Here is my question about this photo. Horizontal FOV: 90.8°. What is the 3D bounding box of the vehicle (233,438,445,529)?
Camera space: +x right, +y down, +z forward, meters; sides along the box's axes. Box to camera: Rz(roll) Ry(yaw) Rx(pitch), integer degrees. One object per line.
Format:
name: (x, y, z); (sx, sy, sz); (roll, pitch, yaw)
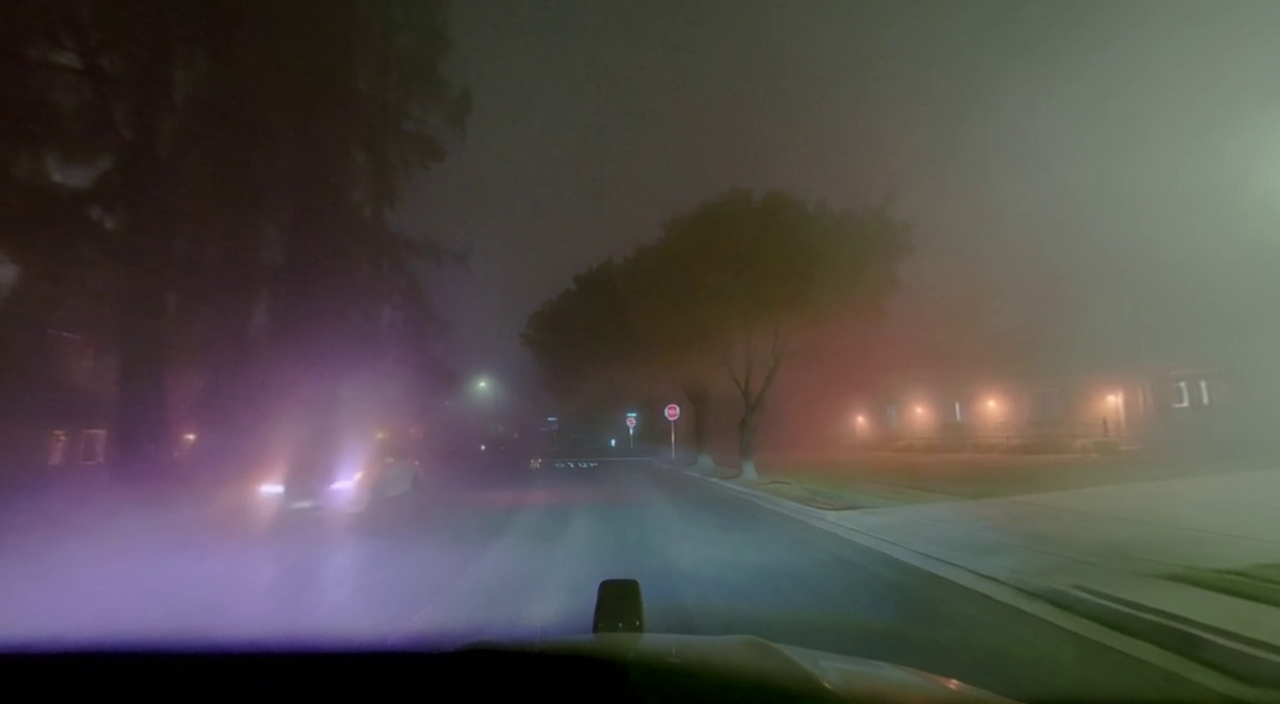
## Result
vehicle: (-5.850, 2.574, 13.184); (2.146, 1.506, 4.885); (0, -8, -2)
